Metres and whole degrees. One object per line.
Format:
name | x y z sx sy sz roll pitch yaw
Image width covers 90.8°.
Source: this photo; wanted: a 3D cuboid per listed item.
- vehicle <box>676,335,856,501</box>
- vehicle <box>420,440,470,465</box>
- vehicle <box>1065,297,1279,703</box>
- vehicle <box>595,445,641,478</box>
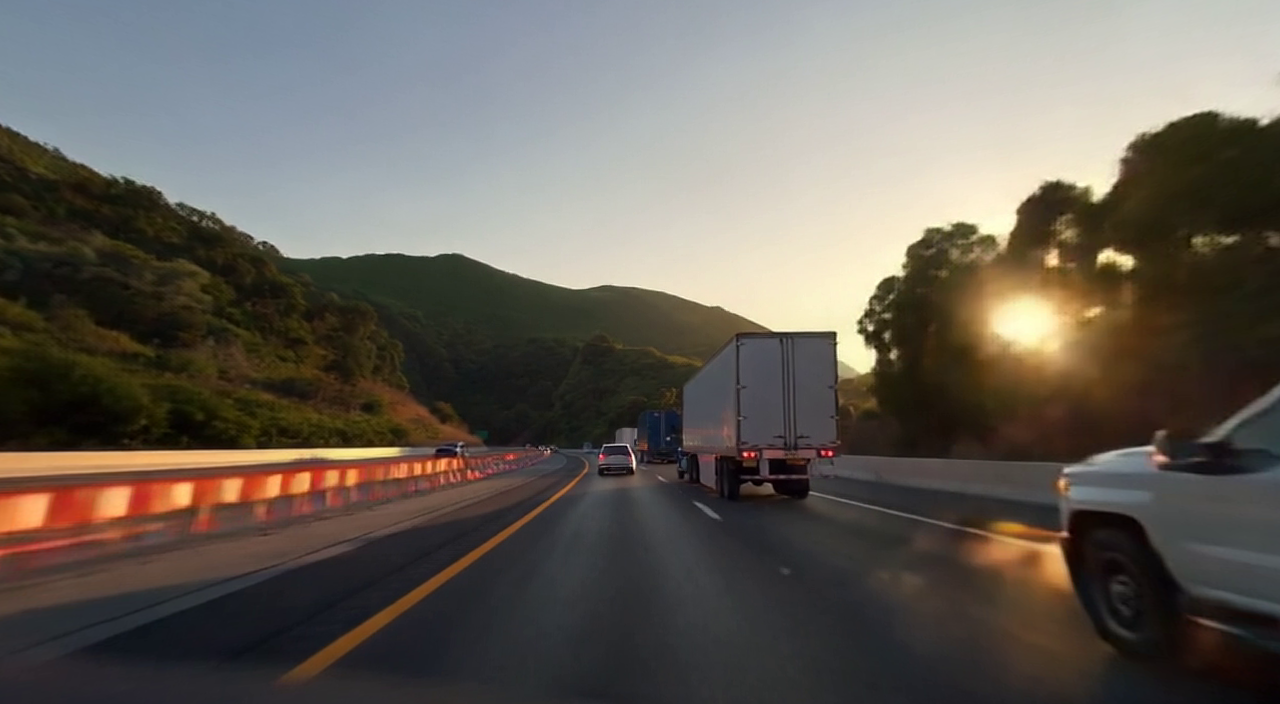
vehicle | 3.499 2.730 22.849 2.911 4.099 14.578 0 -9 -3
vehicle | -12.065 6.246 39.297 1.882 1.490 4.346 0 -9 -2
vehicle | 3.870 0.543 1.476 2.034 1.968 5.221 0 -9 0
vehicle | -1.050 5.134 29.717 2.029 1.437 3.794 0 -9 -3
